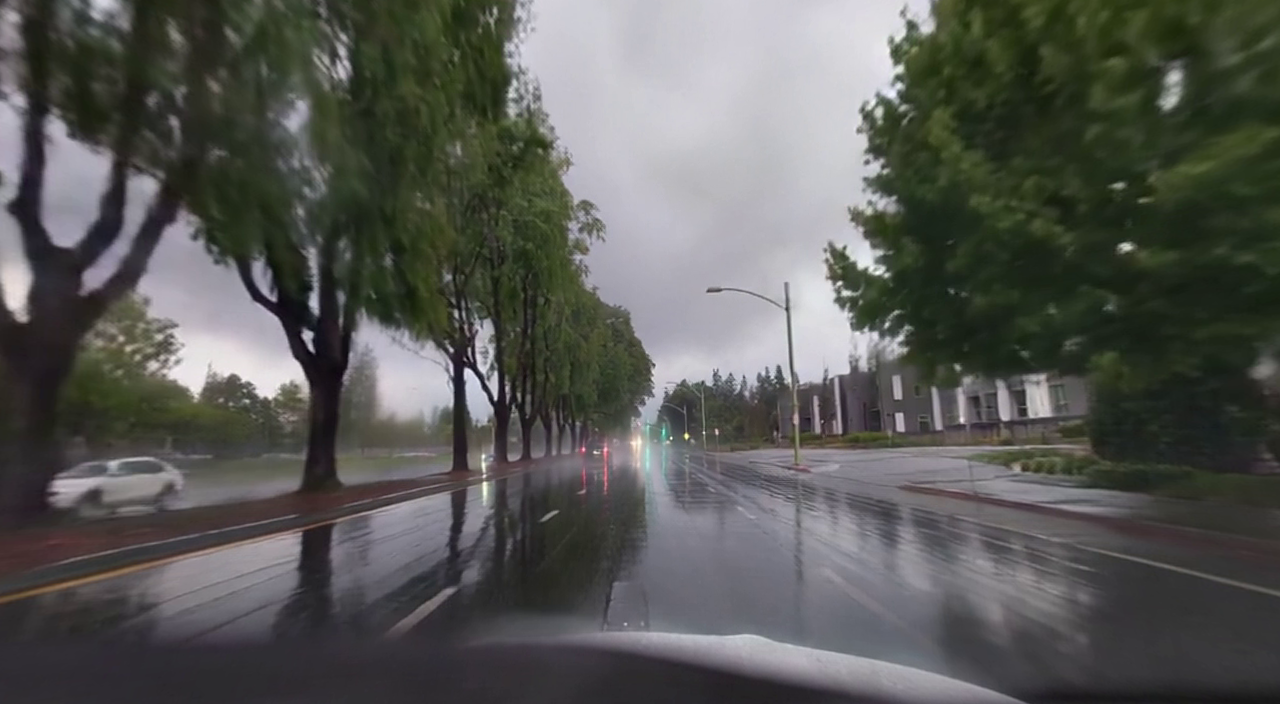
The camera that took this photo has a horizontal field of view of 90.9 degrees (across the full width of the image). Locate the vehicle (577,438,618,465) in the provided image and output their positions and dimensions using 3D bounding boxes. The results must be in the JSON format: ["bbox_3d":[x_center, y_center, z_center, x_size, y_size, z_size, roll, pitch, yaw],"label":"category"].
[{"bbox_3d":[-2.758,6.612,42.102,2.283,1.716,4.395,0,-8,1],"label":"vehicle"}]

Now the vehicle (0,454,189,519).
[{"bbox_3d":[-16.230,3.950,18.995,1.923,1.637,4.409,0,-8,1],"label":"vehicle"}]
